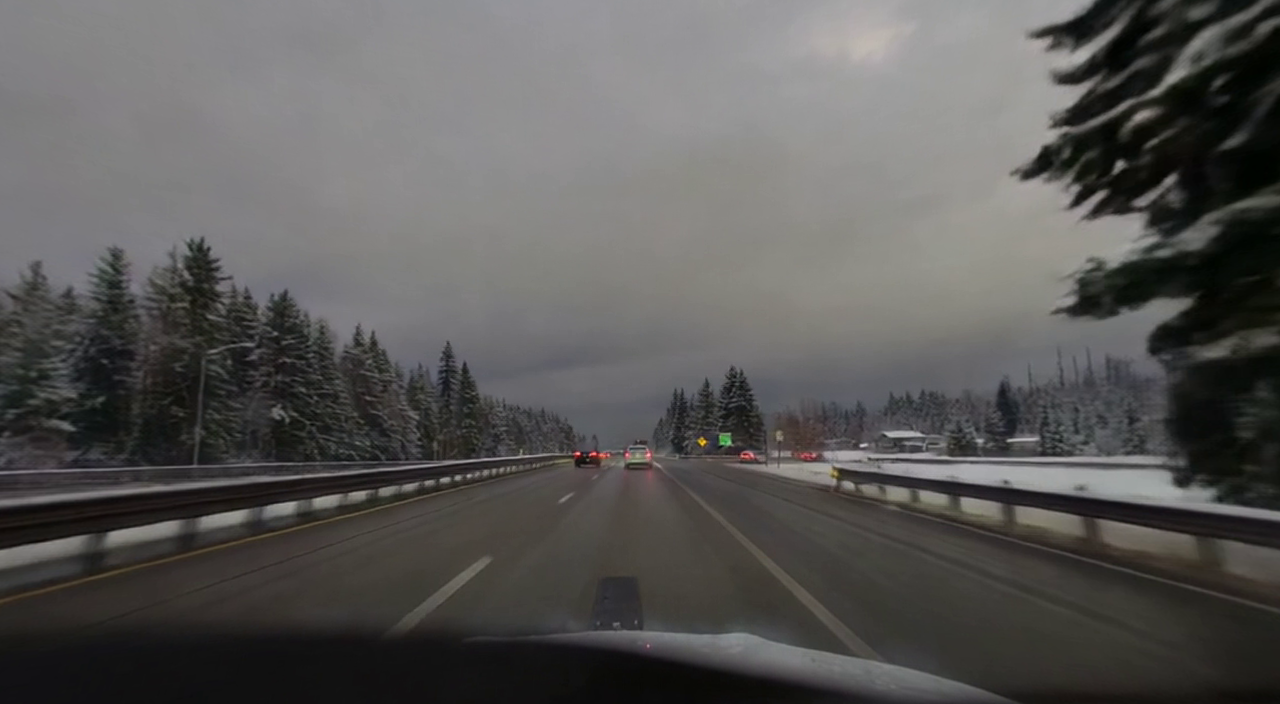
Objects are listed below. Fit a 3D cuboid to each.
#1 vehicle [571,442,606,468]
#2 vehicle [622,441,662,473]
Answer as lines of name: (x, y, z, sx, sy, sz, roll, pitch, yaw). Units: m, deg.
vehicle: (-3.690, 7.458, 45.771, 2.130, 1.741, 4.665, 0, -8, 1)
vehicle: (0.129, 5.884, 35.562, 2.130, 1.684, 3.826, 0, -8, 0)
